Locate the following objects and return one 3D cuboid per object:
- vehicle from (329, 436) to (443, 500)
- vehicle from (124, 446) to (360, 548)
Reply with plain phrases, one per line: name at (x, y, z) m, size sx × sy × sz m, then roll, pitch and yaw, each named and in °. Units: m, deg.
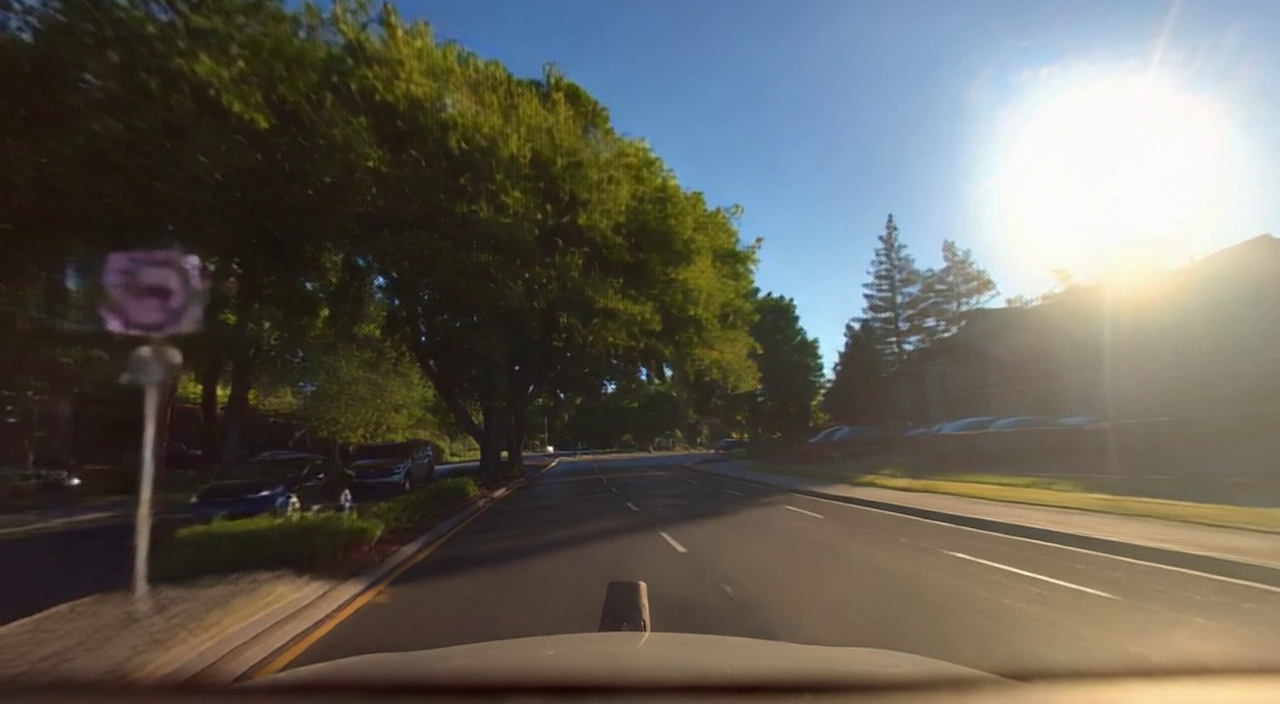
vehicle at (-8.095, 3.694, 20.598) m, size 2.196 × 1.809 × 4.857 m, roll 1°, pitch -8°, yaw -6°
vehicle at (-6.948, 2.500, 11.640) m, size 1.888 × 1.476 × 4.286 m, roll 1°, pitch -8°, yaw -6°
